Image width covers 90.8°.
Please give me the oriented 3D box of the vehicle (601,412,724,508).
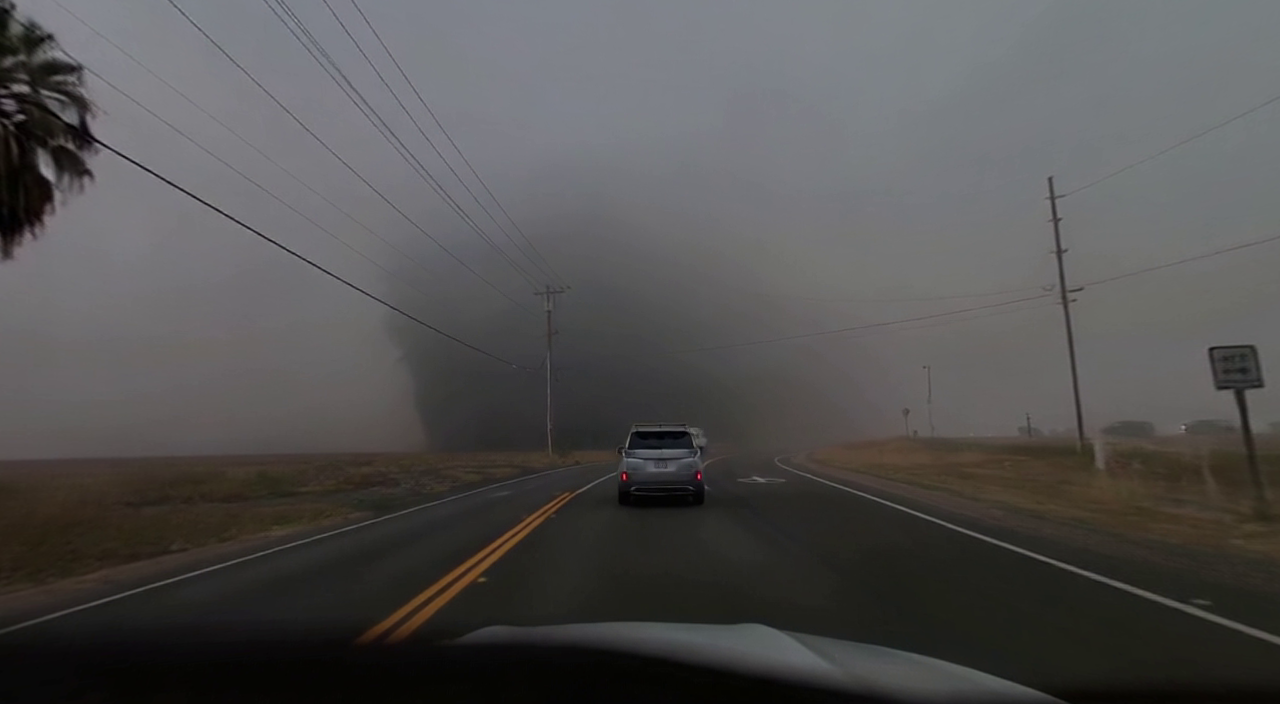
[{"bbox_3d":[0.472,2.433,14.586,2.364,1.859,4.538,0,-8,1],"label":"vehicle"}]
